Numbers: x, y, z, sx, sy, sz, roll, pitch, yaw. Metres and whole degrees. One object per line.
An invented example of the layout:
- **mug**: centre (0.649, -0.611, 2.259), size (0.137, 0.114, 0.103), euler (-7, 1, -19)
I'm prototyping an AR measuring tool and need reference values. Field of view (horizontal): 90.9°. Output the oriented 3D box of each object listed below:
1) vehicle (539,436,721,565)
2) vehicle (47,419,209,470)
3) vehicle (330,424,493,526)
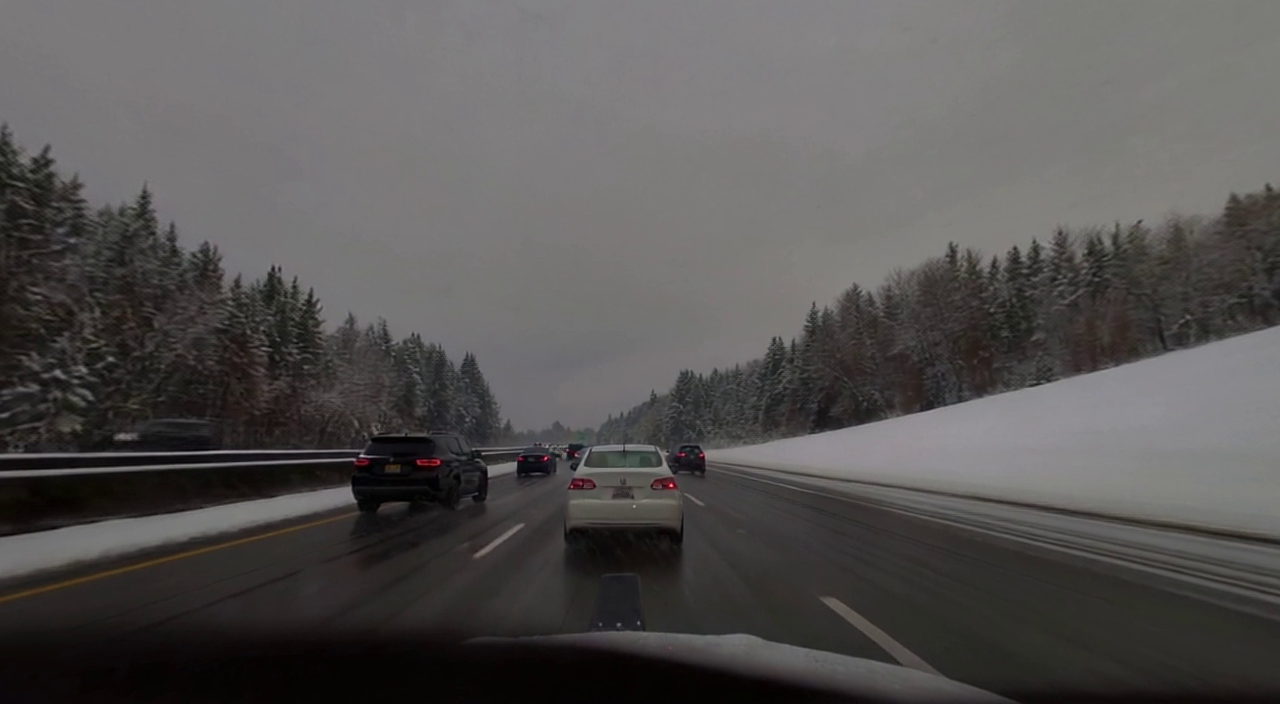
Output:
- **vehicle**: centre (-0.188, 2.063, 9.520), size (2.120, 1.478, 4.179), euler (0, -9, -2)
- **vehicle**: centre (-16.457, 3.030, 20.604), size (1.863, 1.478, 4.146), euler (0, -9, -2)
- **vehicle**: centre (-4.344, 2.395, 12.767), size (1.830, 1.703, 4.142), euler (0, -9, -2)
